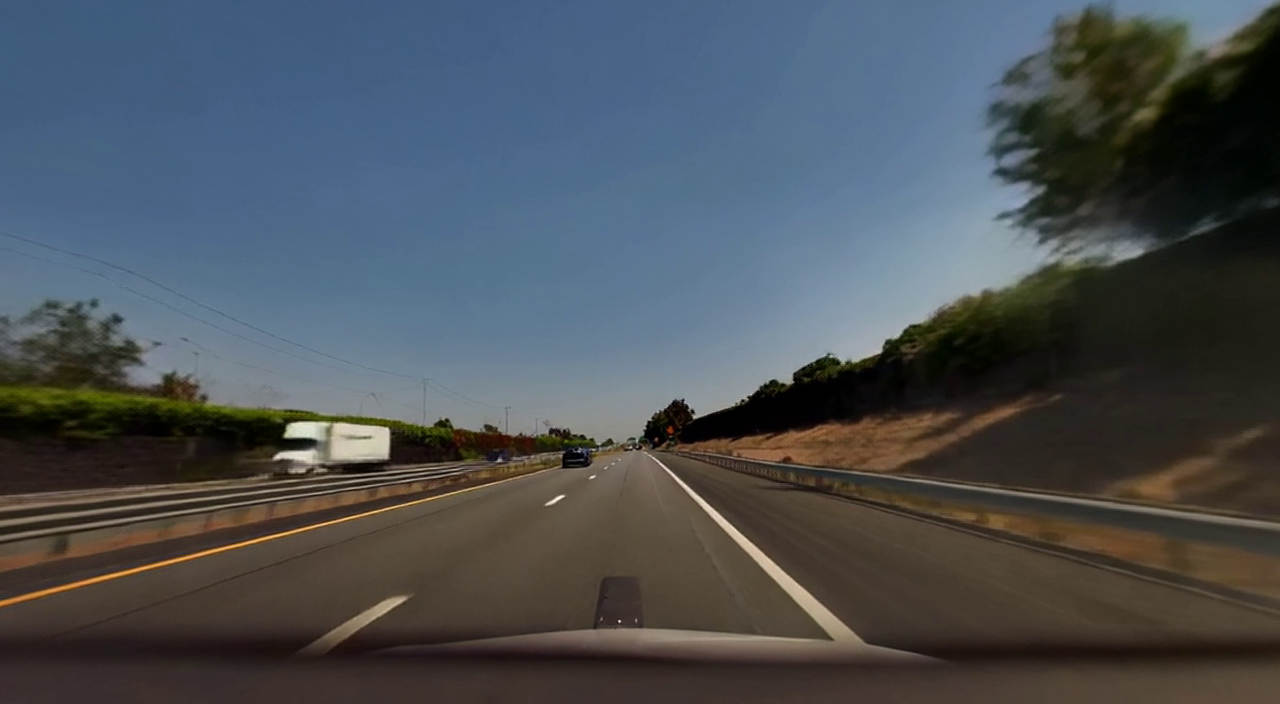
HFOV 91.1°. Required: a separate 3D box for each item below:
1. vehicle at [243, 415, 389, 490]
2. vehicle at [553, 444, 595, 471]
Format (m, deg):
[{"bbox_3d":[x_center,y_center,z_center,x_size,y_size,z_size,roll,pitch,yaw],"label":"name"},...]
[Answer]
[{"bbox_3d":[-17.746,5.653,35.534,3.208,3.631,9.318,0,-9,0],"label":"vehicle"},{"bbox_3d":[-4.145,6.736,40.381,2.139,1.577,4.546,-2,-9,0],"label":"vehicle"}]
